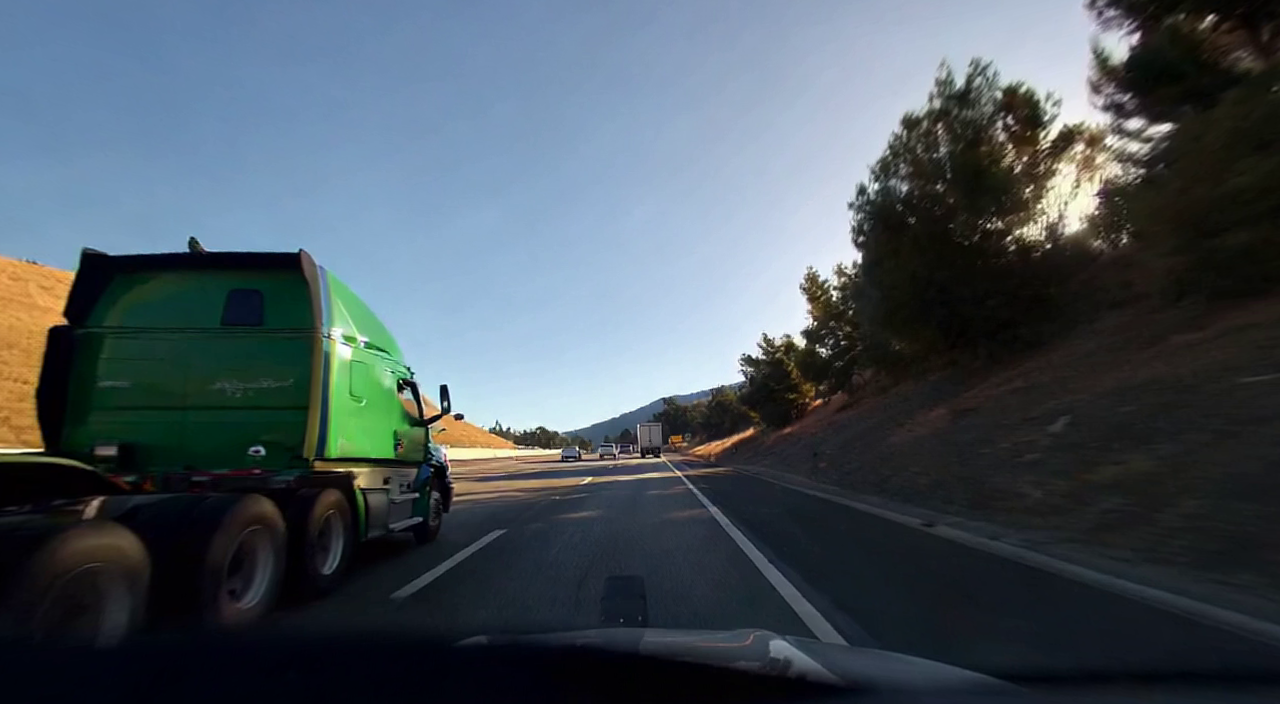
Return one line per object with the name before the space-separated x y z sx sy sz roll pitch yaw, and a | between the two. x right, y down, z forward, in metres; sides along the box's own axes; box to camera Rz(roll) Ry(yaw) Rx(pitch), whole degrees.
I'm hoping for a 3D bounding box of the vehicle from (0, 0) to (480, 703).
vehicle | -3.716 0.299 4.703 2.989 3.493 8.299 1 -9 -1
